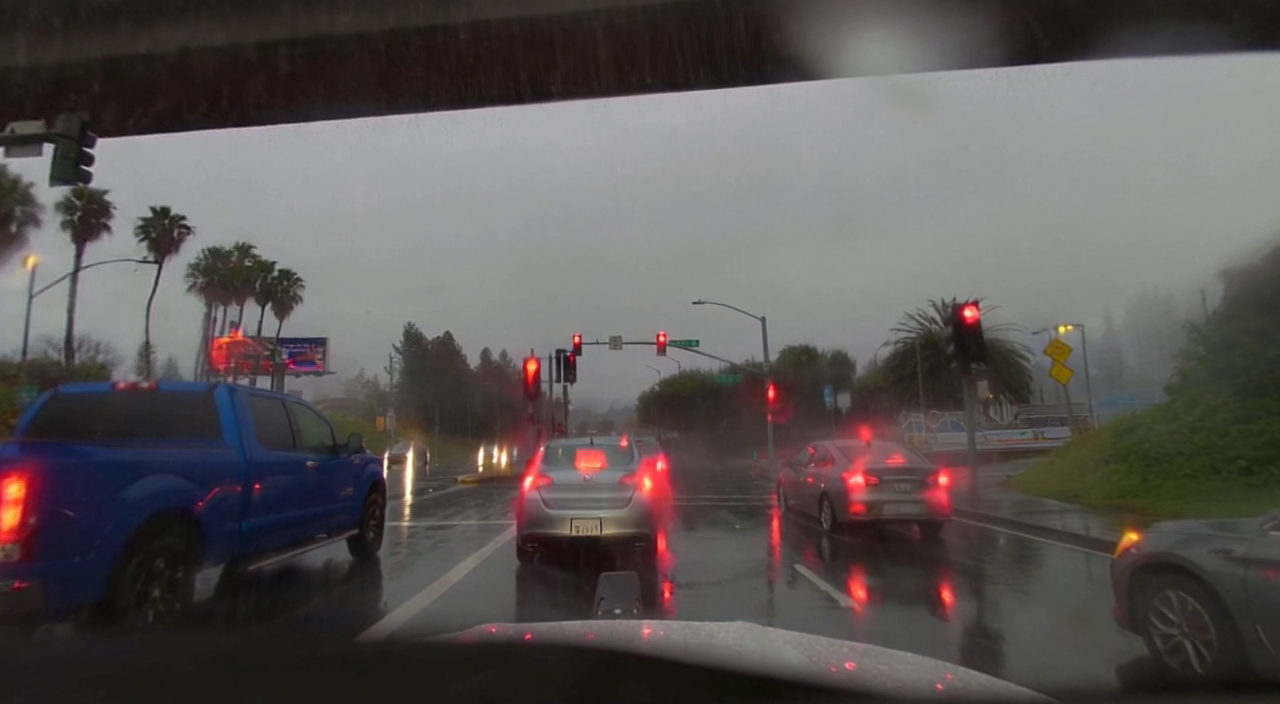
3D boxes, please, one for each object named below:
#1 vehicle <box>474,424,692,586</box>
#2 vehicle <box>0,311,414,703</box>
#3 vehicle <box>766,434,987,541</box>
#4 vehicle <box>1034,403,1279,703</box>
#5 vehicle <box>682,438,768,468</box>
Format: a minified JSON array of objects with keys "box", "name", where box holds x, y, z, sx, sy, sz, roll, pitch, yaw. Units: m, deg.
[{"box":[-0.630,1.743,8.044,2.035,1.491,4.090,0,-9,-3],"name":"vehicle"},{"box":[-3.786,1.098,4.928,2.078,1.838,5.448,0,-9,-1],"name":"vehicle"},{"box":[3.703,2.199,10.968,1.965,1.448,4.486,0,-9,-2],"name":"vehicle"},{"box":[3.879,0.887,2.195,2.052,1.496,4.541,0,-9,0],"name":"vehicle"},{"box":[4.193,5.093,31.973,1.878,1.428,4.416,5,-10,-32],"name":"vehicle"}]
